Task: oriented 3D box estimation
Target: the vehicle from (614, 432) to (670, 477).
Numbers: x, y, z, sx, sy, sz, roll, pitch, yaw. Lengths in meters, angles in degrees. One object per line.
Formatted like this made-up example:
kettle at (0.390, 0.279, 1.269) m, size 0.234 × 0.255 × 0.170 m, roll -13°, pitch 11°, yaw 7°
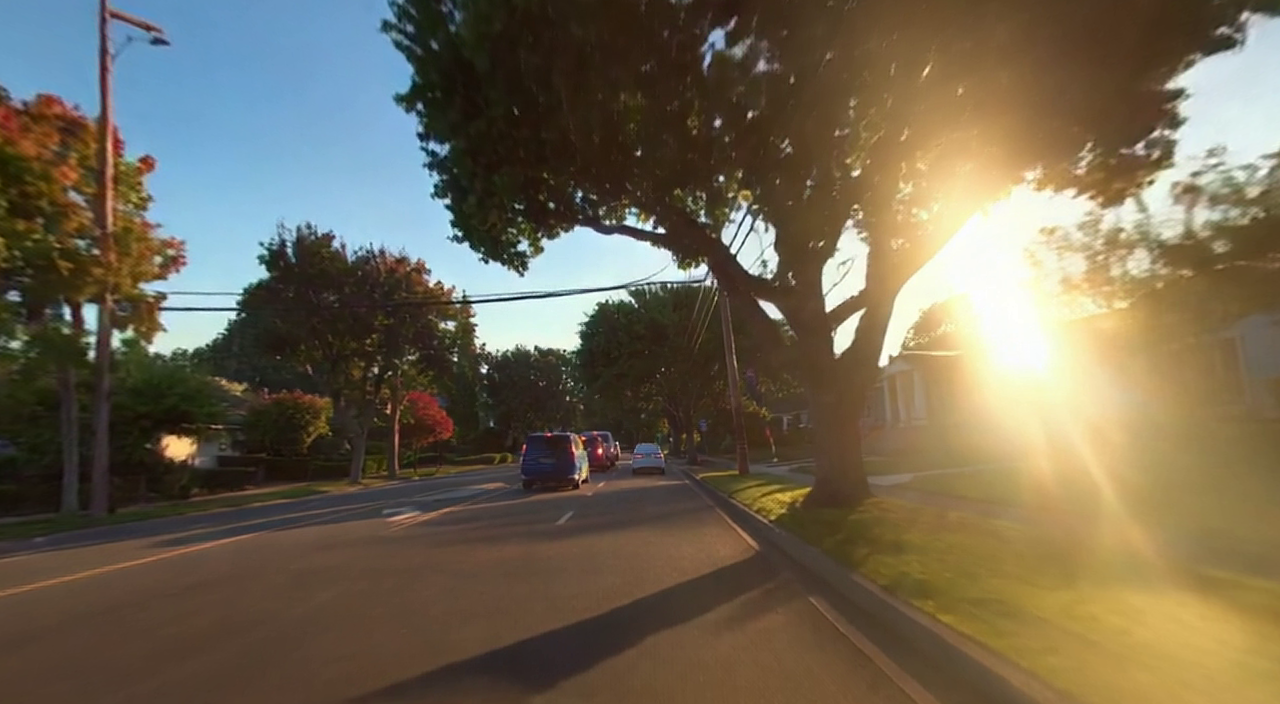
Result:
vehicle at (0.060, 4.206, 26.042) m, size 2.120 × 1.718 × 3.909 m, roll 0°, pitch -9°, yaw 0°

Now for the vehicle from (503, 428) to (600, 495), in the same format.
vehicle at (-2.505, 3.243, 19.002) m, size 2.157 × 1.765 × 4.303 m, roll 0°, pitch -9°, yaw 2°
